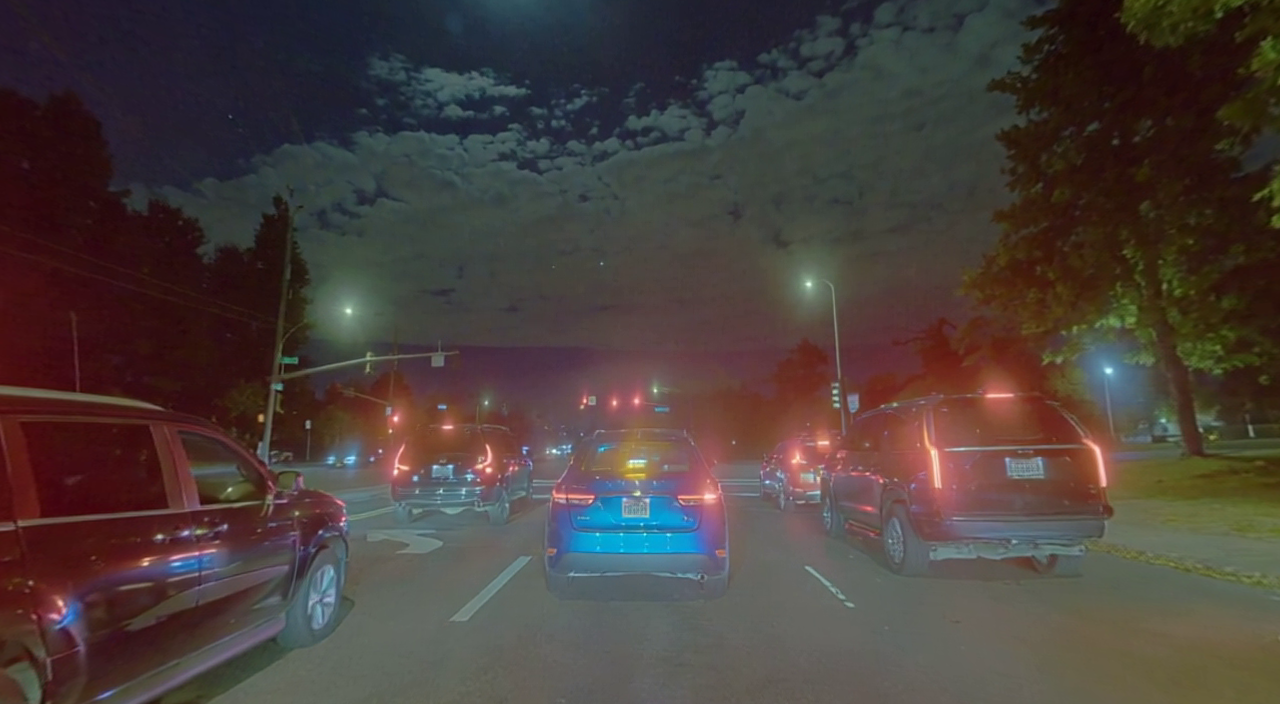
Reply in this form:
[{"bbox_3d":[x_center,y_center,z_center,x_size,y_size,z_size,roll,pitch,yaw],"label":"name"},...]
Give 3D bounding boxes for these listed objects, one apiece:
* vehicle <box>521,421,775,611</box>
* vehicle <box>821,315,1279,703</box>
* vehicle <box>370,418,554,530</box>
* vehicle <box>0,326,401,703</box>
[{"bbox_3d":[0.030,1.600,7.061,2.021,1.490,3.948,0,-8,-1],"label":"vehicle"},{"bbox_3d":[3.221,1.108,4.763,2.141,1.833,4.704,0,-8,-2],"label":"vehicle"},{"bbox_3d":[-3.175,2.301,12.462,2.117,1.772,4.619,0,-8,2],"label":"vehicle"},{"bbox_3d":[-3.115,0.959,3.296,1.982,1.721,4.261,0,-8,1],"label":"vehicle"}]
